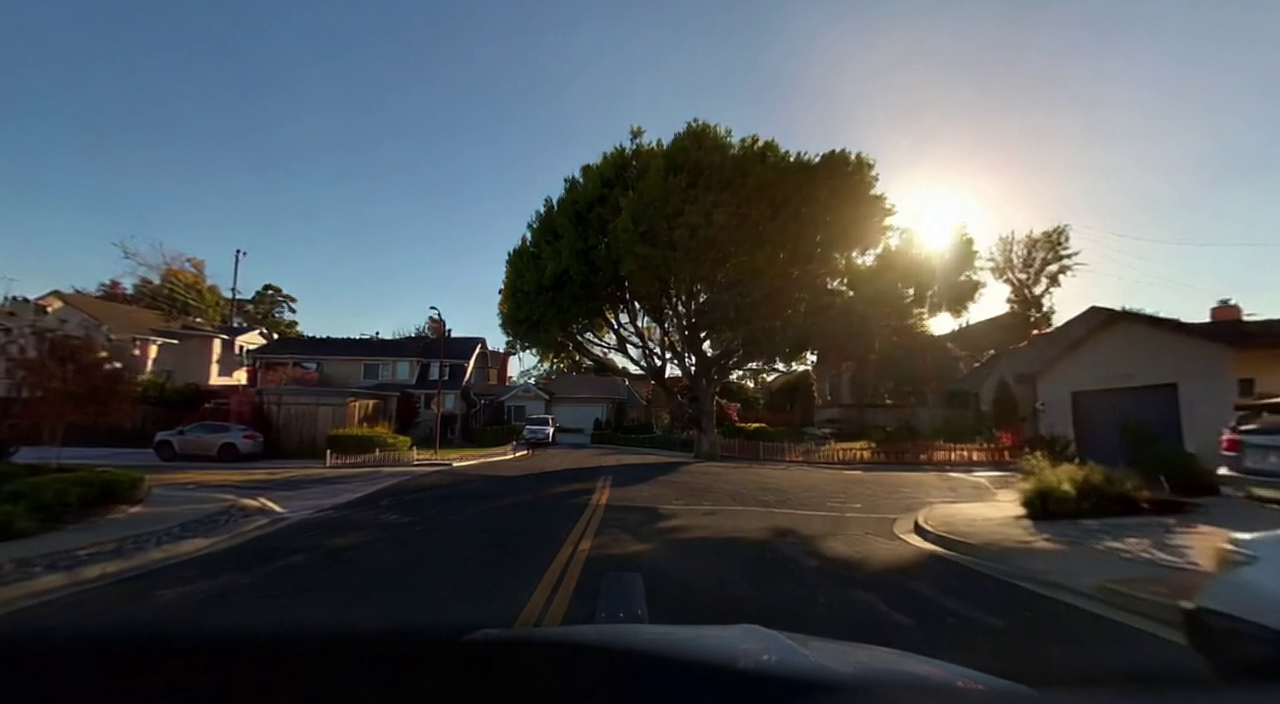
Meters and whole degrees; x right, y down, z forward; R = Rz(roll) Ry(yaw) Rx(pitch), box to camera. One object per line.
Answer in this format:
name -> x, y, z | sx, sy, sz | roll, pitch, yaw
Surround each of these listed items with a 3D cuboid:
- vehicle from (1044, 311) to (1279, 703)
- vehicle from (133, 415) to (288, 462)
vehicle -> 3.026, 0.521, 0.319 | 2.074, 1.646, 5.457 | 2, -7, 0
vehicle -> -17.357, 3.554, 25.710 | 4.722, 1.730, 2.109 | 0, -11, 2
